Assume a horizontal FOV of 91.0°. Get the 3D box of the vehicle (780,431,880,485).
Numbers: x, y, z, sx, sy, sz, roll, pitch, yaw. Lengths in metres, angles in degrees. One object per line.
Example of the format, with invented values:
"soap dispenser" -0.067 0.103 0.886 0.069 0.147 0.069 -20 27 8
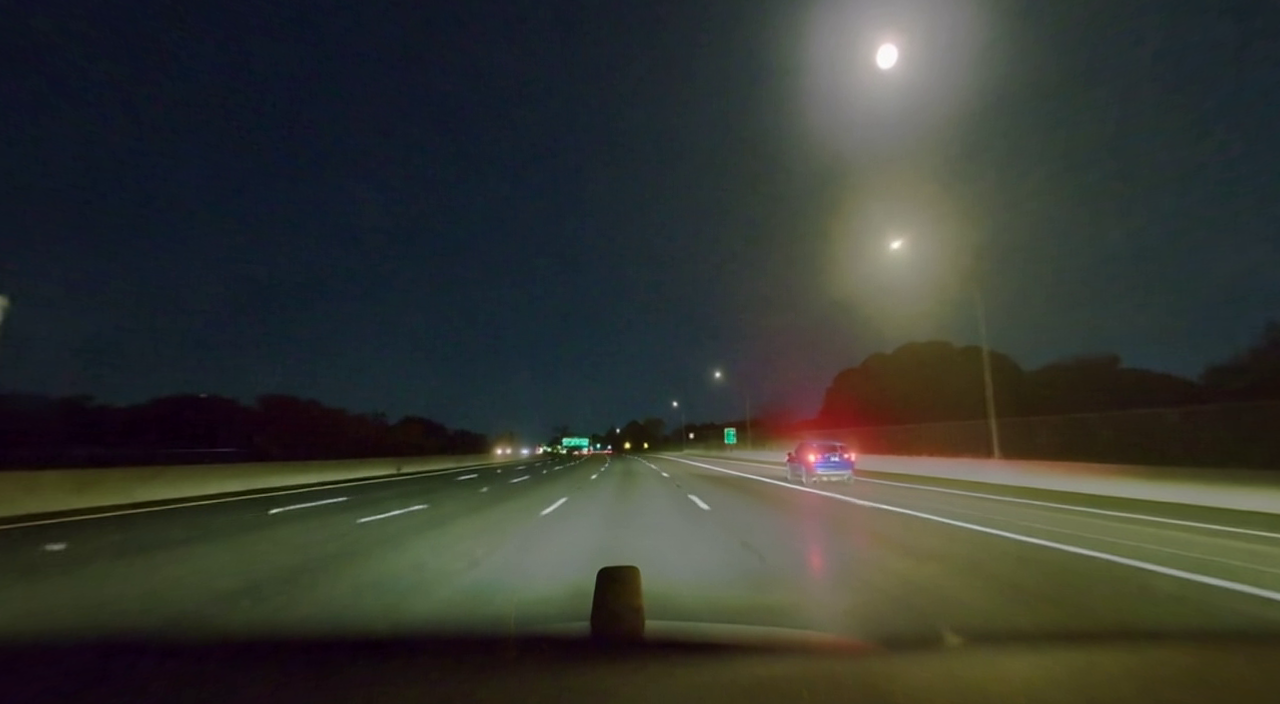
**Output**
"vehicle" 6.632 3.762 22.565 2.091 1.711 4.383 0 -9 -1
